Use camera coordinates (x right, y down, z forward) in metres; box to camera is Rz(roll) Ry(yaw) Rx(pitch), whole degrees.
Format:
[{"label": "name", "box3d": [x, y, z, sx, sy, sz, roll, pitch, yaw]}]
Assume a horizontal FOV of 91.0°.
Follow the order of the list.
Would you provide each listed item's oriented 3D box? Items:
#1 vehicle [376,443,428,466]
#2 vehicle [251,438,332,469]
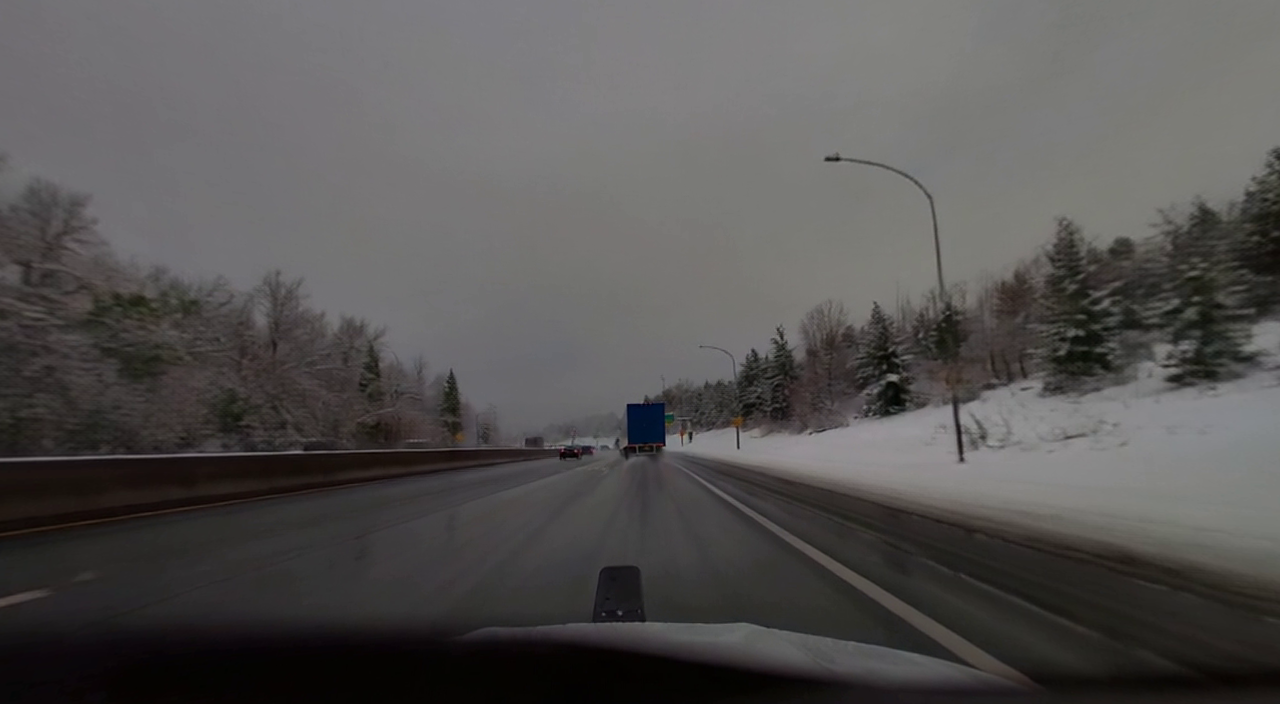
[{"label": "vehicle", "box3d": [-16.833, 7.256, 44.776, 1.878, 1.537, 4.489, 0, -8, 0]}, {"label": "vehicle", "box3d": [-20.604, 6.020, 37.503, 1.974, 1.668, 4.917, 0, -8, 1]}]
